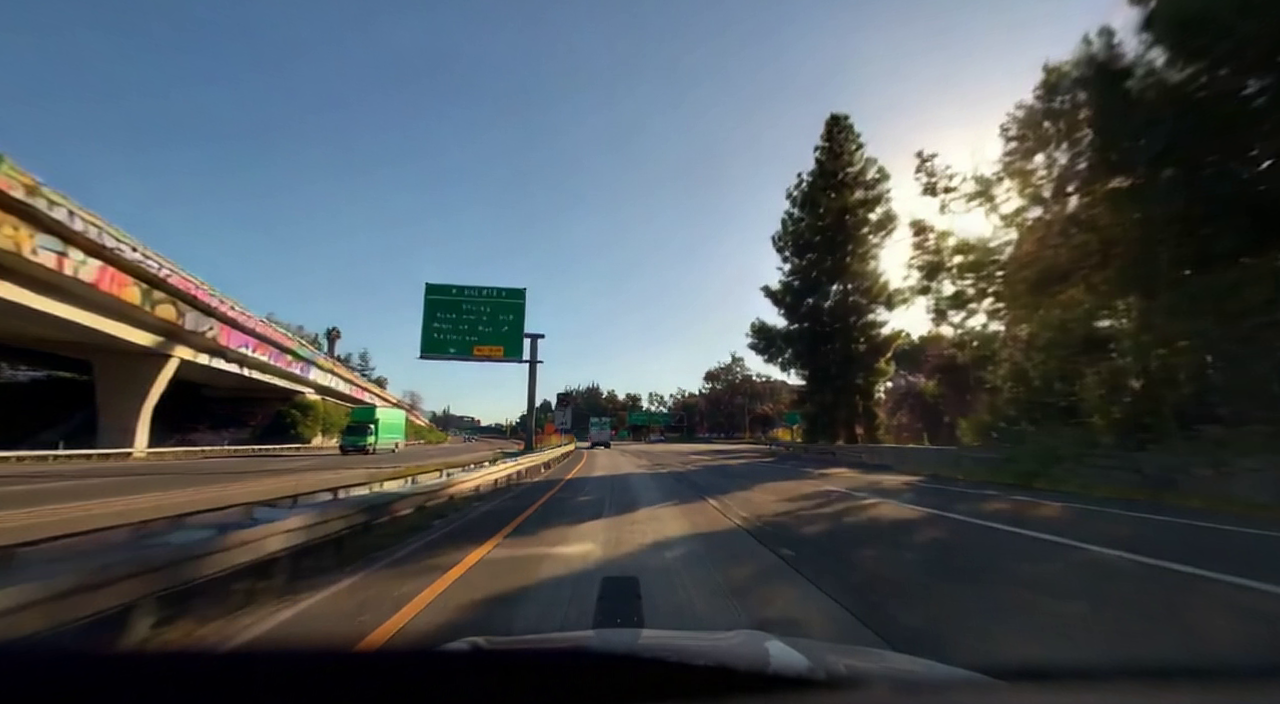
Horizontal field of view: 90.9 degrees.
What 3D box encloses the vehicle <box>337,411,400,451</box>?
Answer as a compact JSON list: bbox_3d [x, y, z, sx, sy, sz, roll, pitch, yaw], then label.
[{"bbox_3d":[-20.369,5.986,47.602,2.354,2.823,5.911,1,-8,-3],"label":"vehicle"}]
